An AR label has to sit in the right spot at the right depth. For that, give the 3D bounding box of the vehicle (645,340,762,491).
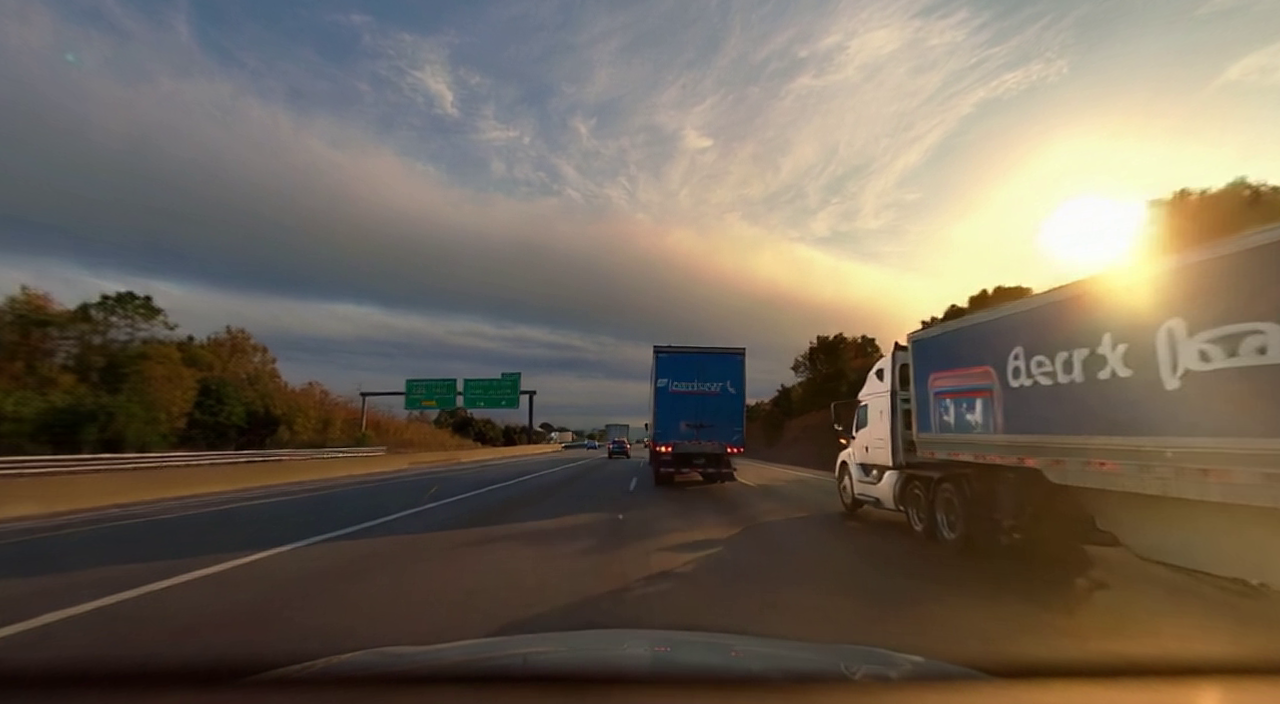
[{"bbox_3d":[1.648,2.270,21.067,2.920,3.860,10.035,0,-8,0],"label":"vehicle"}]
